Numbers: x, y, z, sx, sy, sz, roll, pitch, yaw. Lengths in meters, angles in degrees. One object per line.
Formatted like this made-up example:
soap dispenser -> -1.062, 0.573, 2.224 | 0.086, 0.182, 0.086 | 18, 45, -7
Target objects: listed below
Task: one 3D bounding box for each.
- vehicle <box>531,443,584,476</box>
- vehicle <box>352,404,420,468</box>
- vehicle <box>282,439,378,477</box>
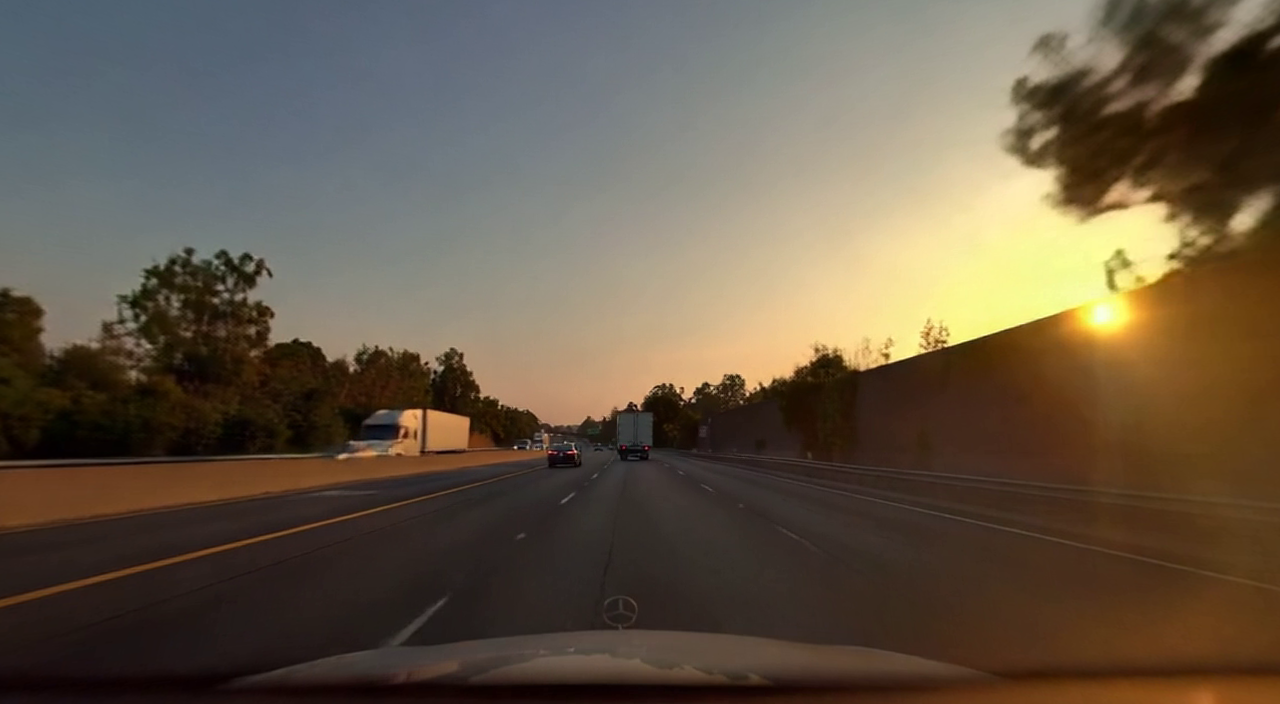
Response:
vehicle -> -4.035, 5.344, 31.373 | 2.057, 1.519, 4.372 | 0, -9, 0
vehicle -> -17.739, 5.924, 44.033 | 3.116, 4.225, 3.440 | 1, -9, -1
vehicle -> -13.199, 4.540, 27.055 | 1.864, 1.501, 4.510 | 0, -9, -1
